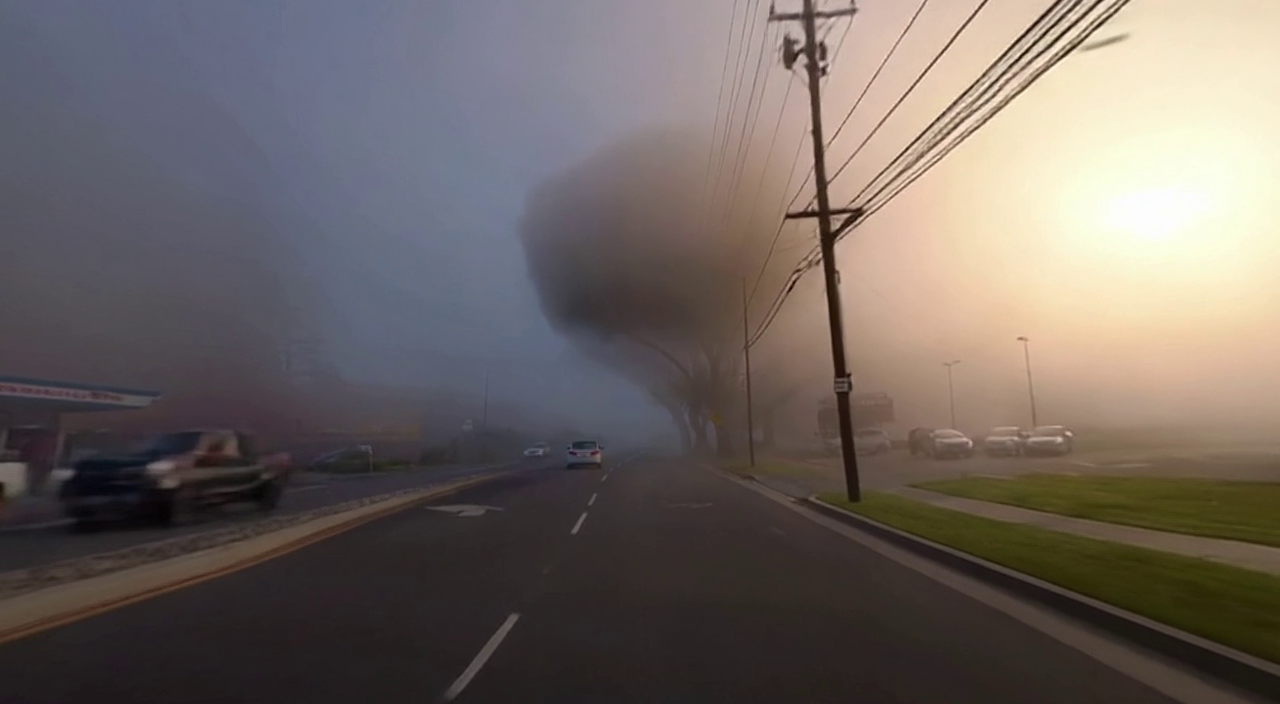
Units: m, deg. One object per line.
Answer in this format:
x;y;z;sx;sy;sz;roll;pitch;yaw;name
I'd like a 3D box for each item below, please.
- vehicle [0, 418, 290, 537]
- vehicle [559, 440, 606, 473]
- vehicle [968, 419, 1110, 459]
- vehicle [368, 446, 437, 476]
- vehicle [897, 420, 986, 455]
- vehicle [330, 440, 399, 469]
-10.448;2.581;13.789;2.437;2.069;5.159;-1;-8;3;vehicle
-2.903;5.346;32.539;2.073;1.525;3.968;0;-8;0;vehicle
17.841;3.910;28.379;4.943;1.646;2.072;0;-8;-1;vehicle
-13.696;6.290;36.638;2.091;1.538;4.451;-1;-8;3;vehicle
18.178;5.173;38.332;2.020;1.972;4.983;2;-7;-16;vehicle
-21.296;7.885;48.651;5.575;2.142;1.996;-6;-9;33;vehicle
